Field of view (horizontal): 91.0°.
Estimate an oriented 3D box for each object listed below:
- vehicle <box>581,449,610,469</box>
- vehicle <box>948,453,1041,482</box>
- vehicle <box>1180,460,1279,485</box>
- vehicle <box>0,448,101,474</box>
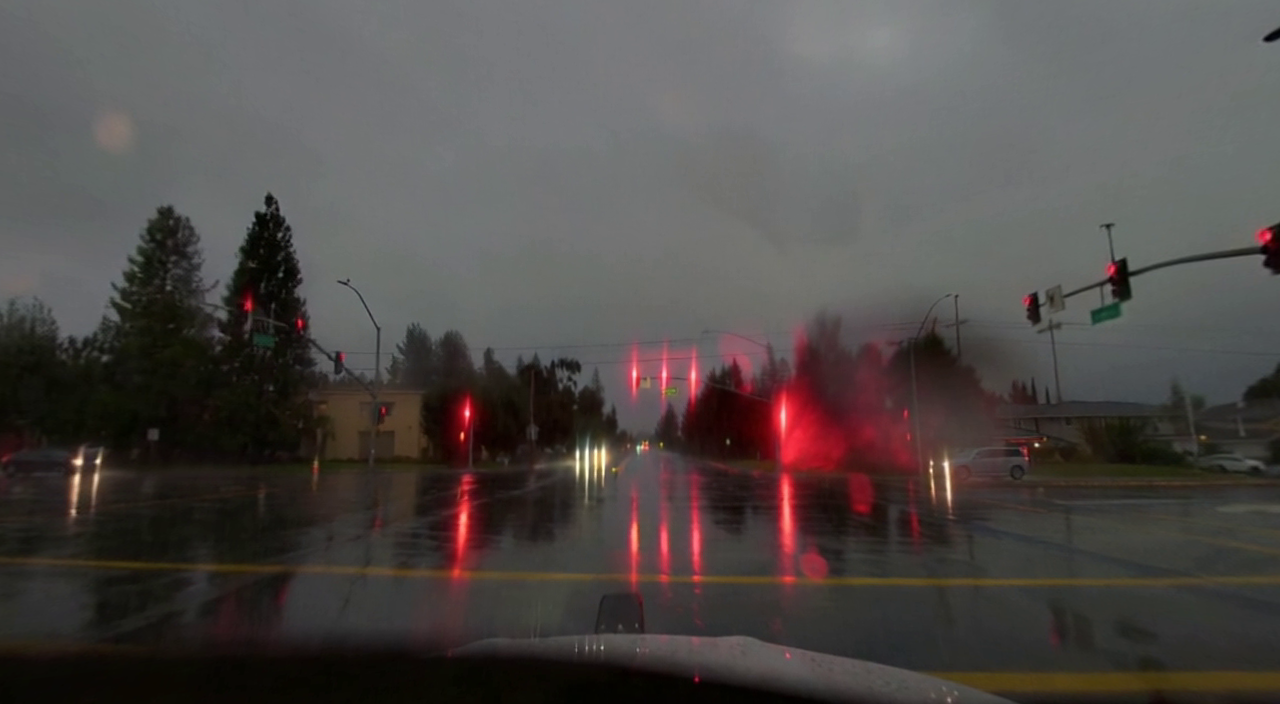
[{"bbox_3d":[-3.417,8.364,49.204,1.908,1.441,4.142,0,-8,1],"label":"vehicle"},{"bbox_3d":[21.121,6.867,37.580,4.447,1.623,1.801,0,-9,-3],"label":"vehicle"},{"bbox_3d":[36.246,7.310,38.281,4.976,1.428,1.929,0,-9,-2],"label":"vehicle"},{"bbox_3d":[-35.110,6.430,37.205,4.741,1.447,1.807,0,-9,0],"label":"vehicle"}]
